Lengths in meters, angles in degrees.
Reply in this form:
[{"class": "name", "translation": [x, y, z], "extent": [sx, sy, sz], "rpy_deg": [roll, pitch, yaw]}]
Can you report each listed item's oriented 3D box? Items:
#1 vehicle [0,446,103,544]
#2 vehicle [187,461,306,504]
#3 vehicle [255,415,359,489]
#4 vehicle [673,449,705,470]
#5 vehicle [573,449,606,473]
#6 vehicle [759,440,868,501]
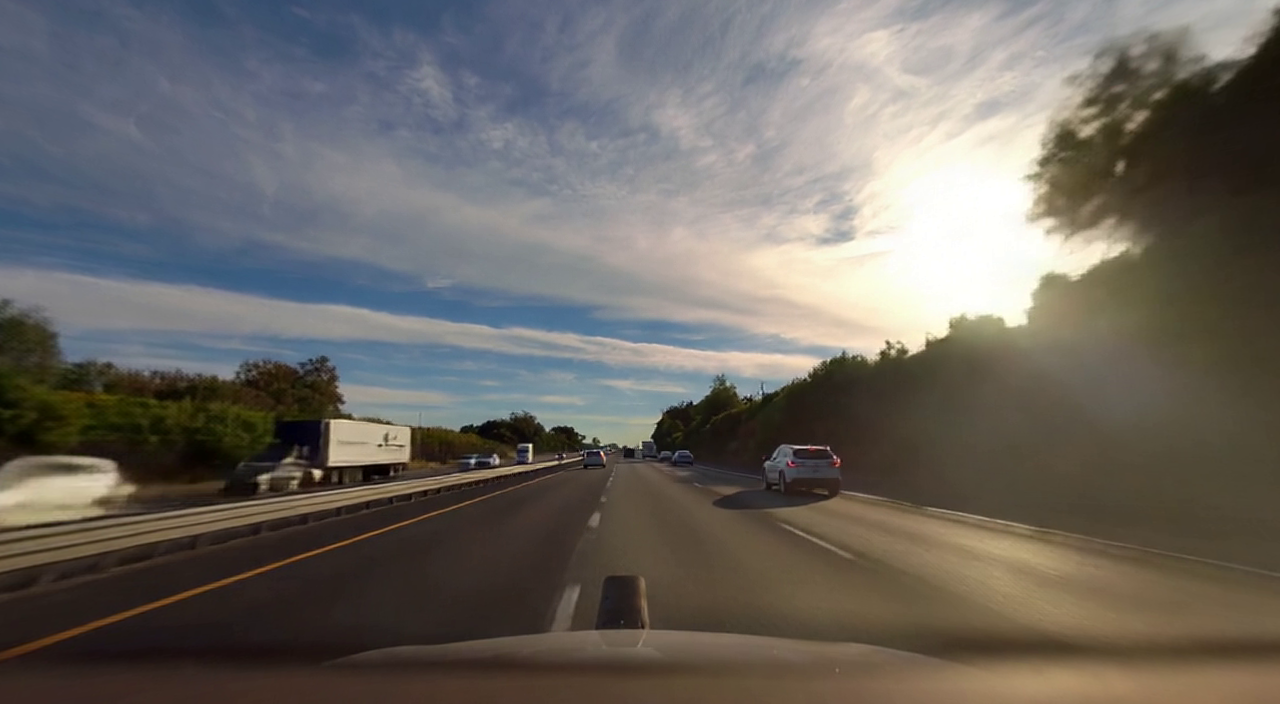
[{"class": "vehicle", "translation": [-11.255, 2.244, 9.766], "extent": [1.957, 1.567, 4.514], "rpy_deg": [0, -9, -1]}, {"class": "vehicle", "translation": [-15.340, 5.080, 24.947], "extent": [1.939, 1.447, 4.463], "rpy_deg": [0, -9, -2]}, {"class": "vehicle", "translation": [-19.704, 5.955, 37.821], "extent": [2.977, 4.017, 5.889], "rpy_deg": [0, -9, -2]}, {"class": "vehicle", "translation": [3.540, 7.894, 46.459], "extent": [1.846, 1.480, 3.694], "rpy_deg": [0, -9, -3]}, {"class": "vehicle", "translation": [-3.359, 7.317, 42.718], "extent": [2.021, 1.507, 4.272], "rpy_deg": [0, -9, -1]}, {"class": "vehicle", "translation": [4.907, 3.392, 18.432], "extent": [1.903, 1.566, 3.866], "rpy_deg": [0, -9, -3]}]
